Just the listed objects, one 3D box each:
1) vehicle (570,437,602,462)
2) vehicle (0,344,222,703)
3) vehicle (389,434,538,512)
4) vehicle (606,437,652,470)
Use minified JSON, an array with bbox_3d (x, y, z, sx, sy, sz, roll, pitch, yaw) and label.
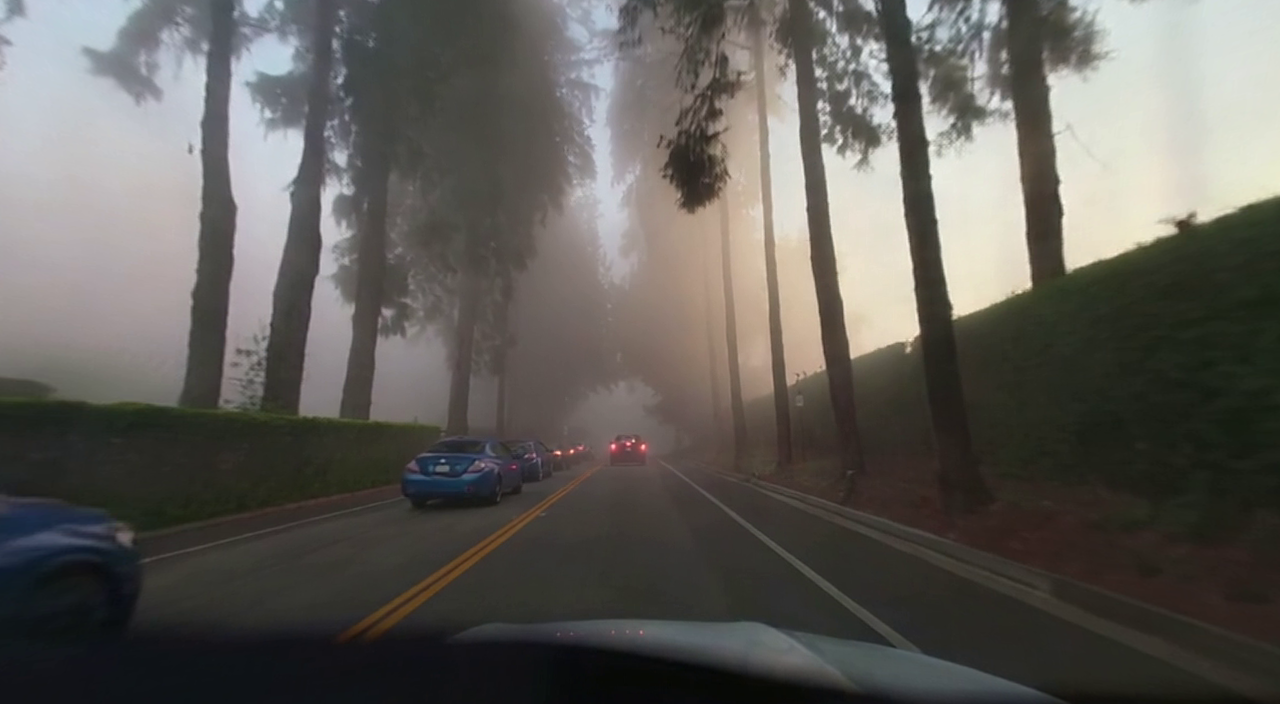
[{"bbox_3d":[-3.919,7.112,46.300,1.983,1.697,4.285,0,-8,0],"label":"vehicle"},{"bbox_3d":[-3.658,0.698,1.657,2.126,1.707,4.317,0,-8,0],"label":"vehicle"},{"bbox_3d":[-3.684,2.598,14.128,2.030,1.452,4.312,0,-8,1],"label":"vehicle"},{"bbox_3d":[-0.532,4.989,31.279,2.127,1.517,4.090,0,-8,-1],"label":"vehicle"}]
